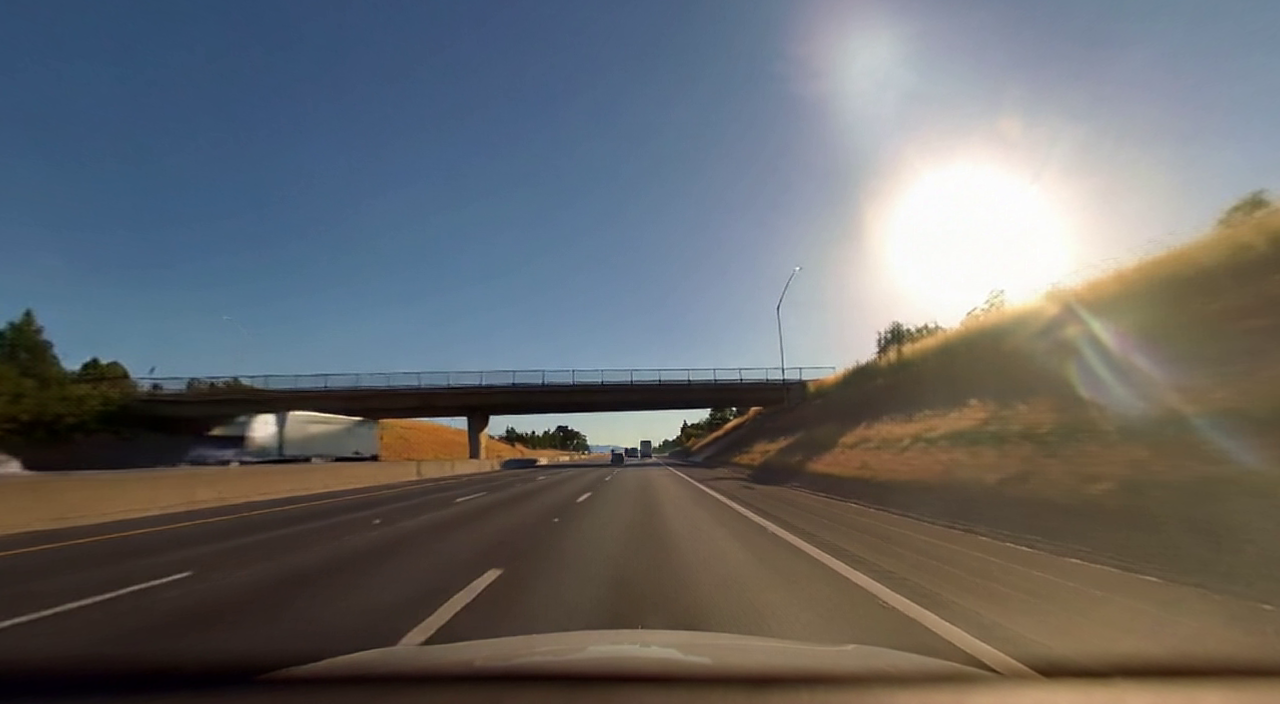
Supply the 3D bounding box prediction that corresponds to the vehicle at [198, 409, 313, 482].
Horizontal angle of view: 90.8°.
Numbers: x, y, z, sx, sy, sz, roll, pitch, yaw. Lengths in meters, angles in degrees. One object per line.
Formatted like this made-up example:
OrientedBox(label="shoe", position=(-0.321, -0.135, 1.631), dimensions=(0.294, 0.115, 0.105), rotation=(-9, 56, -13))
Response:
OrientedBox(label="vehicle", position=(-22.775, 5.611, 37.783), dimensions=(3.002, 3.979, 5.833), rotation=(0, -9, 0))
